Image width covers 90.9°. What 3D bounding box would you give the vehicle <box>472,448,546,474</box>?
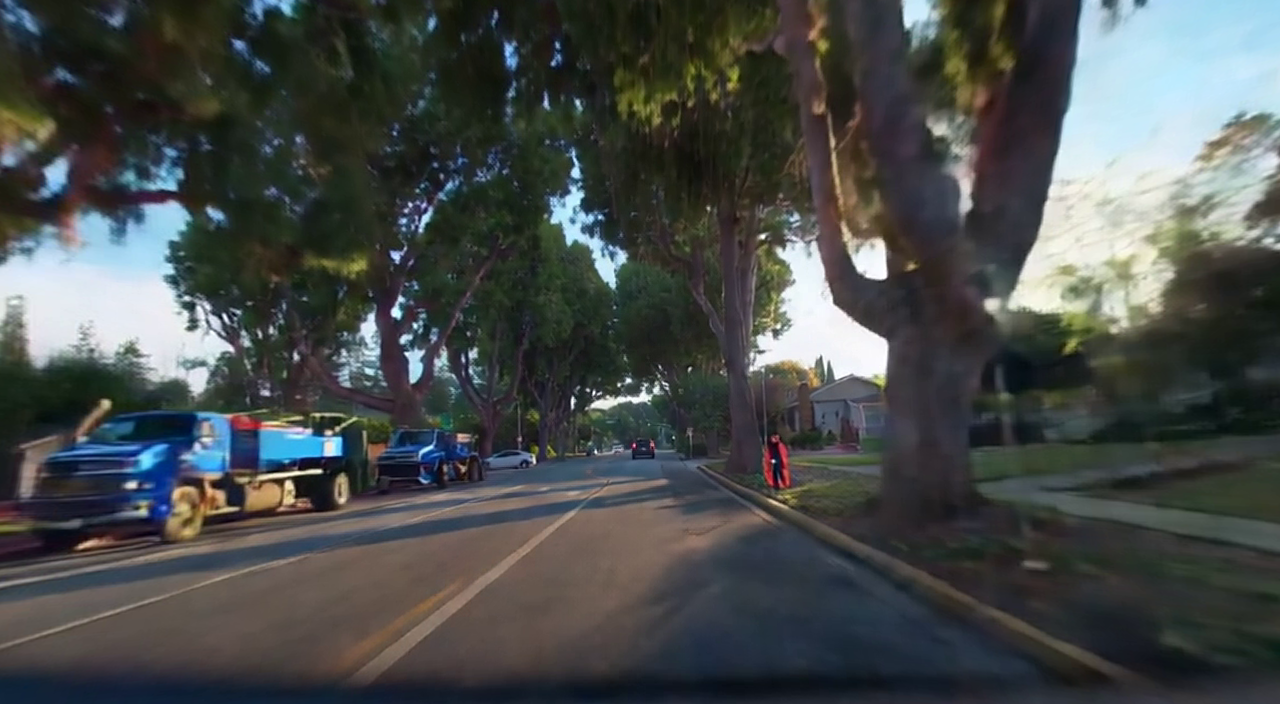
[{"bbox_3d":[-8.921,7.418,43.156,4.594,1.696,1.971,0,-8,-1],"label":"vehicle"}]

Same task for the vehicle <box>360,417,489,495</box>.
[{"bbox_3d":[-9.051,4.483,27.531,2.816,2.723,7.506,-5,-9,1],"label":"vehicle"}]

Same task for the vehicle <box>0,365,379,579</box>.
[{"bbox_3d":[-9.390,2.416,14.021,2.970,3.068,9.784,0,-8,0],"label":"vehicle"}]
